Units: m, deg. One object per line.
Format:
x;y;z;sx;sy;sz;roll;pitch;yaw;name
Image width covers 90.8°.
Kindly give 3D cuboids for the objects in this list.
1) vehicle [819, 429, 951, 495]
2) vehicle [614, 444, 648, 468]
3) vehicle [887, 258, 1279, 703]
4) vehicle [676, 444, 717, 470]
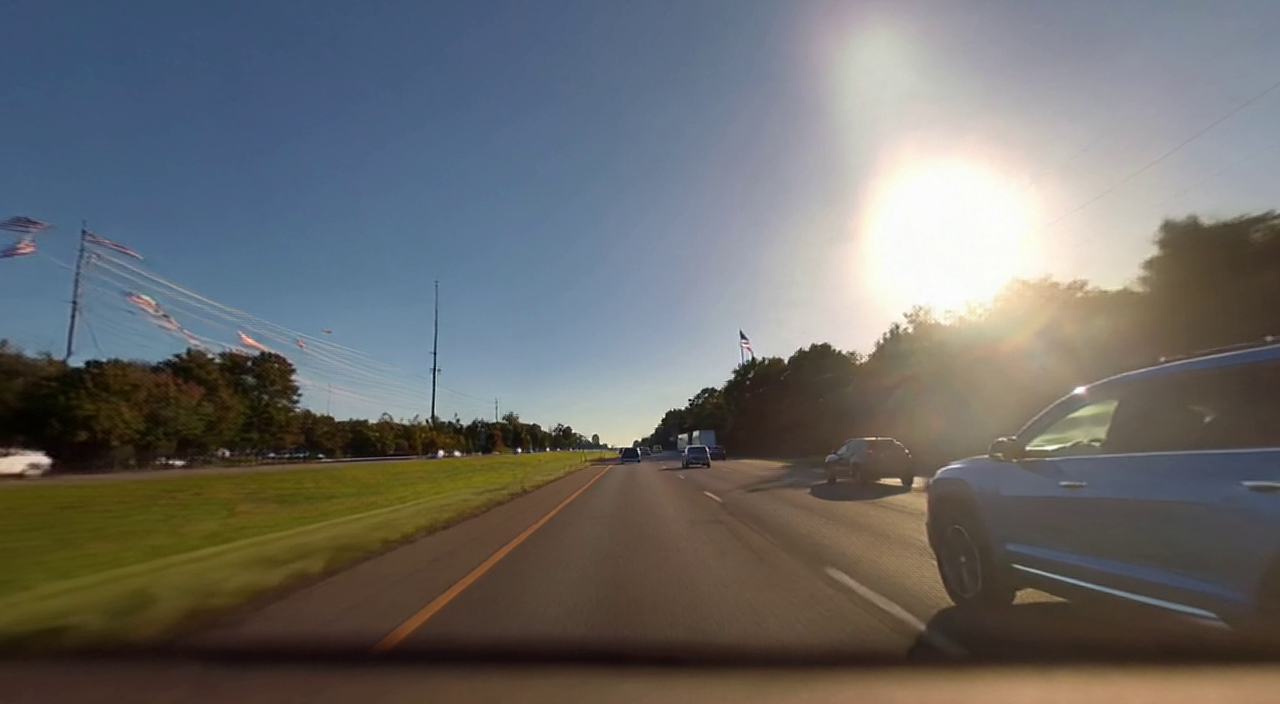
7.392;3.369;19.745;2.114;1.800;4.779;0;-8;-1;vehicle
-0.590;6.839;41.700;2.085;1.449;3.860;0;-8;-1;vehicle
3.700;0.744;3.080;2.461;2.013;6.075;0;-8;-1;vehicle
3.361;6.323;38.270;1.978;1.488;4.252;0;-8;-2;vehicle
